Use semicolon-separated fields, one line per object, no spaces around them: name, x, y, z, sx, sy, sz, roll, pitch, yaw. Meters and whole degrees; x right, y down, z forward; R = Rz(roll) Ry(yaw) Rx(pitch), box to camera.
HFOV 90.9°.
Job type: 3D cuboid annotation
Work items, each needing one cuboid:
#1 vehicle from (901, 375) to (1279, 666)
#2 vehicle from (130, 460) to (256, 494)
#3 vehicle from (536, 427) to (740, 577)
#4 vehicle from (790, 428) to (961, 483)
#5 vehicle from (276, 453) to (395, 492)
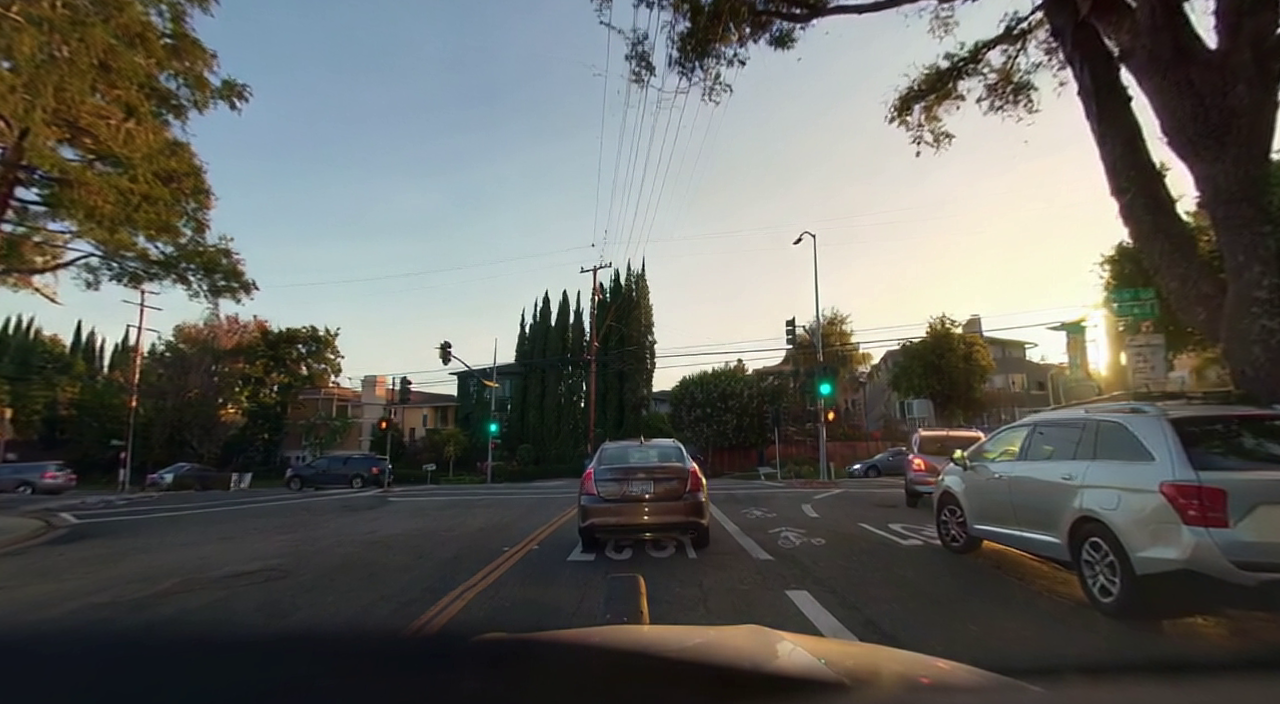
vehicle;4.614;1.417;6.474;2.095;1.836;4.895;-1;-8;5
vehicle;-21.003;5.844;29.680;4.736;1.475;1.921;-2;-9;9
vehicle;0.039;1.871;8.765;2.078;1.506;4.512;0;-8;2
vehicle;9.081;4.054;24.860;5.857;2.016;2.273;-1;-8;7
vehicle;-13.806;5.428;28.683;4.485;1.625;1.980;-2;-9;10
